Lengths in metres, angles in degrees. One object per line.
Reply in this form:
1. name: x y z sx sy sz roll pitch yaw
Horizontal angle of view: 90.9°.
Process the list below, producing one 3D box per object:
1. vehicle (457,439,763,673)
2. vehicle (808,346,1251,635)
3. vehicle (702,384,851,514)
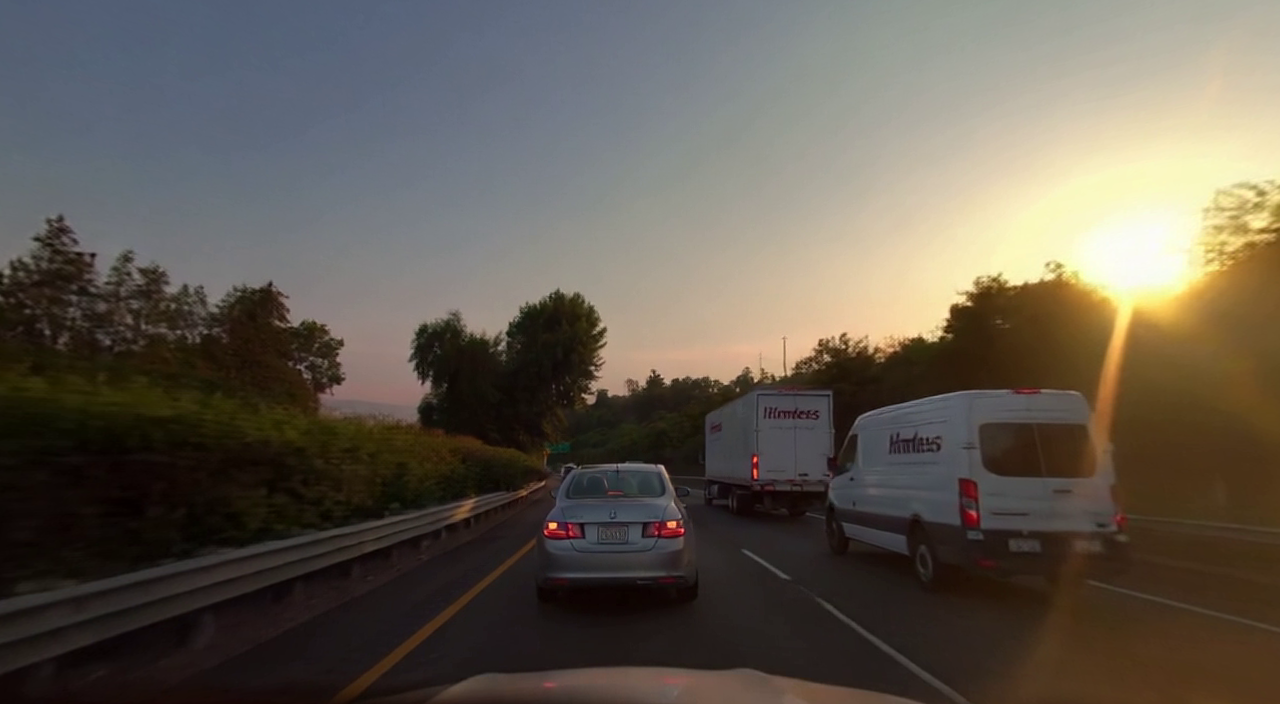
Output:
1. vehicle: -0.241 1.660 5.891 1.980 1.493 3.410 1 -11 -2
2. vehicle: 4.151 1.697 8.318 2.328 2.537 5.290 1 -11 -1
3. vehicle: 4.774 4.030 25.228 2.936 3.972 11.144 1 -11 -3
